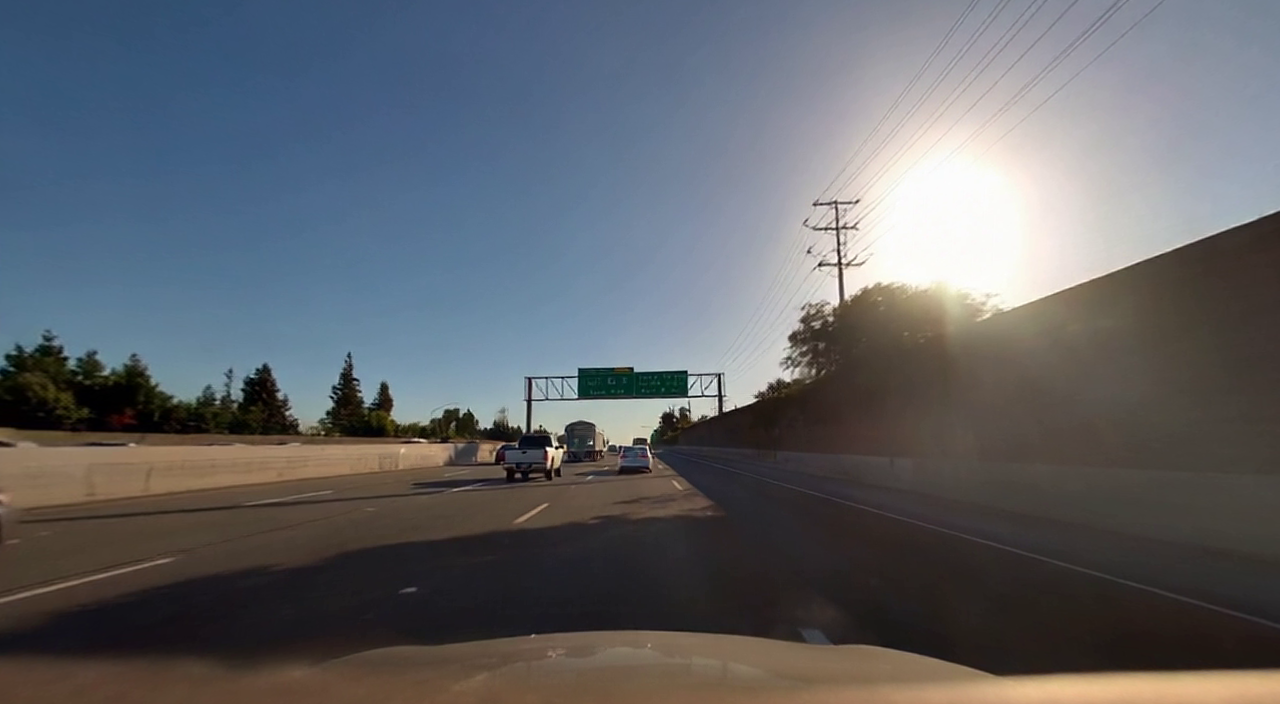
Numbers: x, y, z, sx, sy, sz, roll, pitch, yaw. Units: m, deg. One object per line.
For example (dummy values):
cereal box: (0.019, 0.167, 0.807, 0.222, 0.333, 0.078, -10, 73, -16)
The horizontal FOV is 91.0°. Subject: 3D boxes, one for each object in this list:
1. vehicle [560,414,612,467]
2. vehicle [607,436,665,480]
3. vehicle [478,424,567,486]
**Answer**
vehicle: (-3.635, 6.316, 44.705, 2.956, 3.331, 9.575, 0, -9, -1)
vehicle: (-0.142, 4.293, 25.803, 2.178, 1.640, 4.071, 0, -9, 0)
vehicle: (-3.861, 3.492, 21.542, 2.109, 1.840, 4.614, 0, -9, 0)
